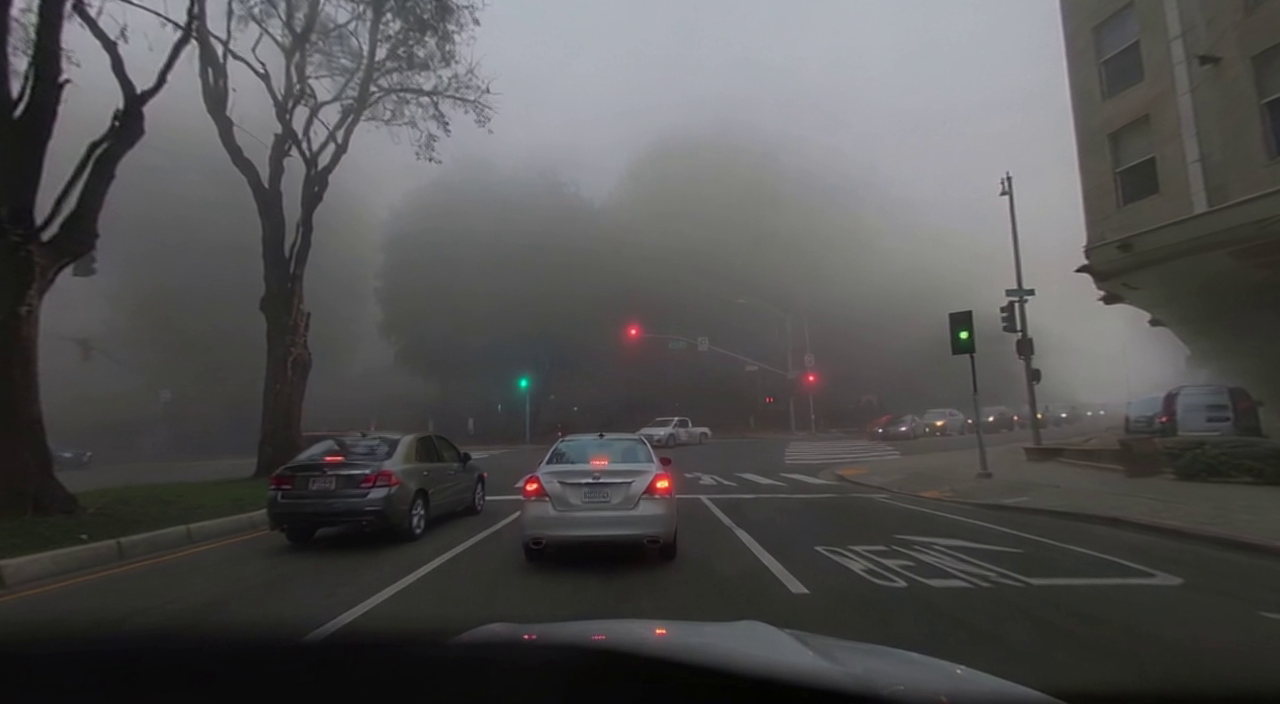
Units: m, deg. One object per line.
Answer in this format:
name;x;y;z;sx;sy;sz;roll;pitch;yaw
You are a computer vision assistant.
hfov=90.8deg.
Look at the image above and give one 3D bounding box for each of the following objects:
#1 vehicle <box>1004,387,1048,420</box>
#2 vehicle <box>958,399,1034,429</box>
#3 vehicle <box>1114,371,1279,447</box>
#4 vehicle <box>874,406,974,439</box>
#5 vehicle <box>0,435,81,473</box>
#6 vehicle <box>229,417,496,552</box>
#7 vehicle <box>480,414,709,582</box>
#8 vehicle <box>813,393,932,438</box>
vehicle;27.041;3.661;44.156;2.152;1.993;5.078;-6;-10;34
vehicle;21.161;3.740;37.482;5.017;1.542;2.055;7;-11;-38
vehicle;21.692;2.220;23.985;5.756;2.653;2.403;1;-9;-11
vehicle;15.112;3.800;33.625;4.775;1.604;1.915;3;-9;-20
vehicle;-32.418;5.328;33.033;4.280;1.857;2.136;0;-8;1
vehicle;-3.696;1.852;9.519;1.934;1.522;4.464;0;-8;1
vehicle;-0.428;1.622;7.790;2.082;1.520;3.896;0;-8;0
vehicle;13.784;3.849;37.493;6.541;2.480;2.259;3;-9;-19
